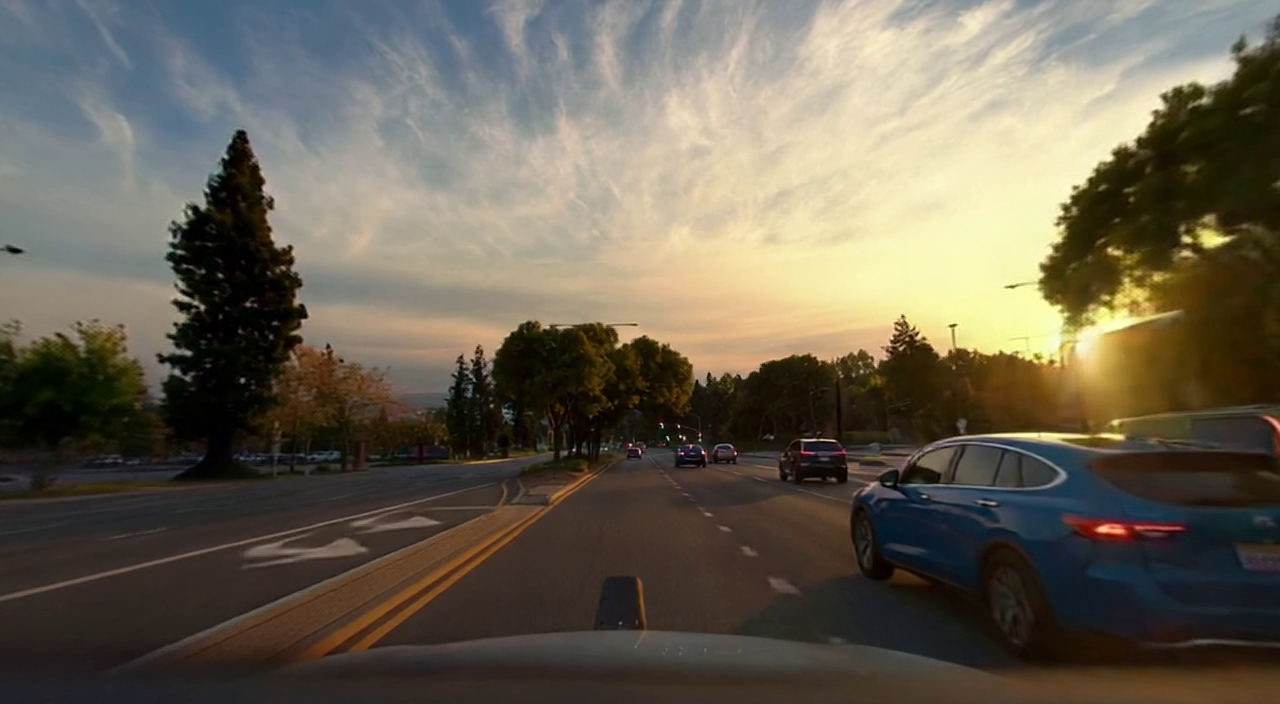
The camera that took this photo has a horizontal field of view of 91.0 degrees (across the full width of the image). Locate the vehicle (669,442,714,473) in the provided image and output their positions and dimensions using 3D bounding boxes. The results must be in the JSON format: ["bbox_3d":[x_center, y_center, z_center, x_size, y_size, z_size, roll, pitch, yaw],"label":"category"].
[{"bbox_3d":[2.691,5.588,33.567,1.980,1.484,4.093,0,-8,-1],"label":"vehicle"}]

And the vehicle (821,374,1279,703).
[{"bbox_3d":[3.118,1.216,4.718,1.932,1.547,4.992,0,-8,-1],"label":"vehicle"}]

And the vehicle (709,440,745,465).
[{"bbox_3d":[6.377,7.414,46.635,1.919,1.774,4.720,0,-8,-1],"label":"vehicle"}]

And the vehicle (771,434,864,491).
[{"bbox_3d":[5.818,3.652,21.173,2.075,1.698,4.142,0,-8,3],"label":"vehicle"}]
